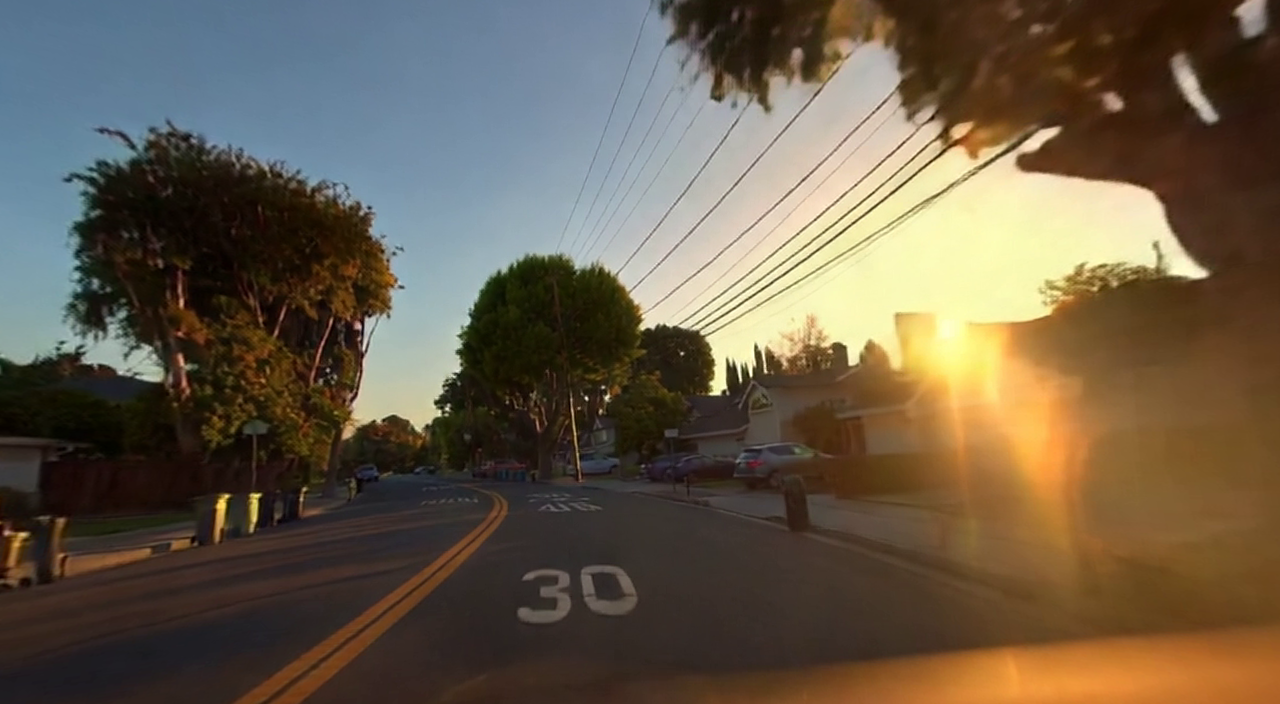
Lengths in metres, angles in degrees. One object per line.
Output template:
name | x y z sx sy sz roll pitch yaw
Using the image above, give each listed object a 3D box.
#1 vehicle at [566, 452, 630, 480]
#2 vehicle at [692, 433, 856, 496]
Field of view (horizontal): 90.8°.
vehicle | -3.181 8.507 47.361 4.337 1.768 1.962 2 -9 -23
vehicle | 4.775 4.078 22.926 5.229 1.790 2.153 -2 -11 -12
